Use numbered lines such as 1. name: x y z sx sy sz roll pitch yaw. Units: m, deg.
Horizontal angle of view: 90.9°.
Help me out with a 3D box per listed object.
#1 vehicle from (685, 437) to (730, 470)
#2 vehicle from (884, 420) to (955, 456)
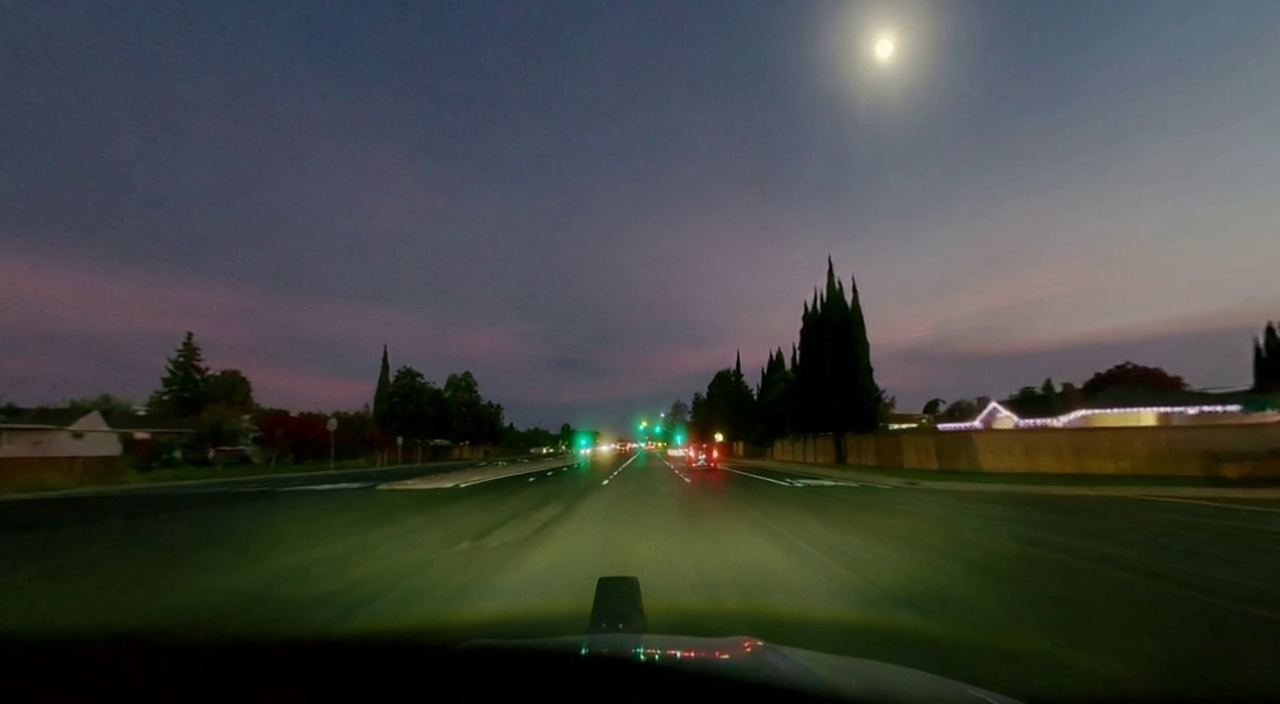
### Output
1. vehicle: 3.894 5.962 37.188 2.114 1.780 4.445 0 -8 -1
2. vehicle: 15.669 4.855 35.623 2.084 1.868 5.067 0 -8 6
